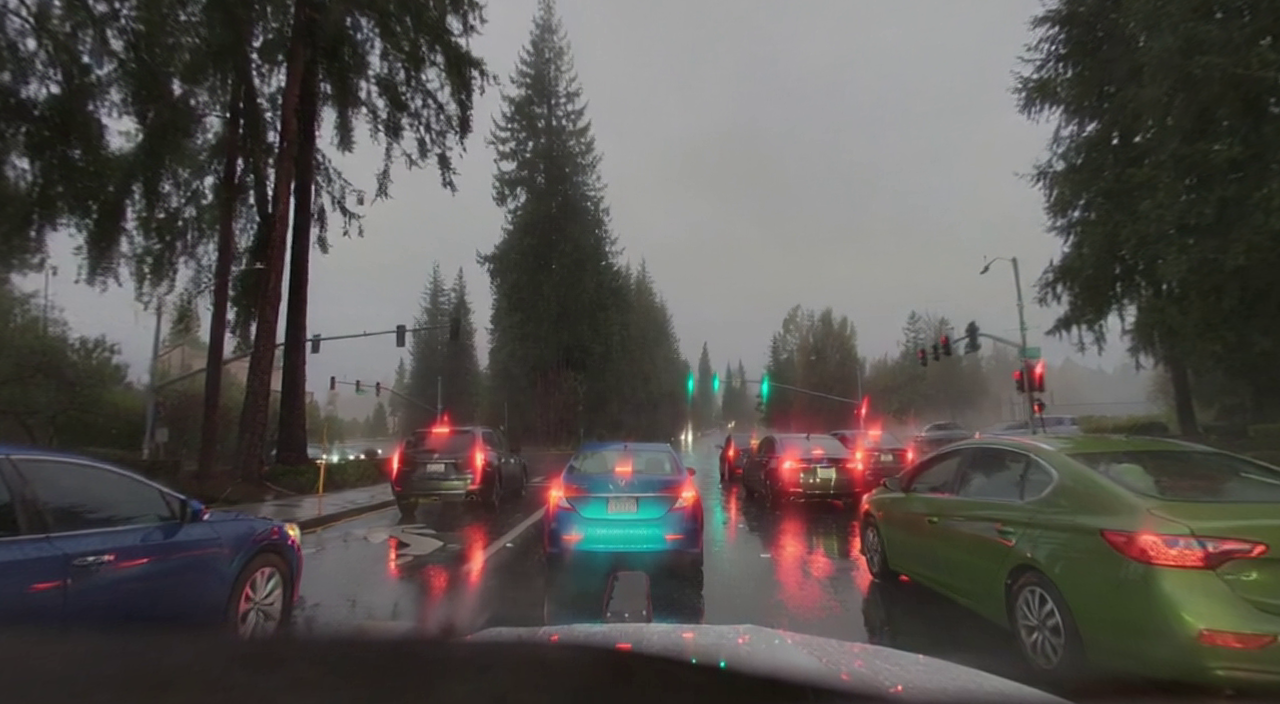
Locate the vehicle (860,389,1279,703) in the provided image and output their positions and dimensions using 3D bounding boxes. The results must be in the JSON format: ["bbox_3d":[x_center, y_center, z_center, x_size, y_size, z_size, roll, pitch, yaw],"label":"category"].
[{"bbox_3d":[3.137,1.150,4.058,1.903,1.480,4.270,0,-8,0],"label":"vehicle"}]

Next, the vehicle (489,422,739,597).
[{"bbox_3d":[-0.257,1.641,7.408,2.147,1.479,3.803,0,-8,-1],"label":"vehicle"}]

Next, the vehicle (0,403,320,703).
[{"bbox_3d":[-3.637,1.021,3.004,1.935,1.482,4.433,0,-8,-1],"label":"vehicle"}]

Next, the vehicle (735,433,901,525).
[{"bbox_3d":[3.184,2.335,12.330,1.975,1.460,4.357,0,-8,0],"label":"vehicle"}]

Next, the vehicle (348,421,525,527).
[{"bbox_3d":[-3.727,2.307,12.494,1.961,1.714,4.268,0,-8,2],"label":"vehicle"}]
